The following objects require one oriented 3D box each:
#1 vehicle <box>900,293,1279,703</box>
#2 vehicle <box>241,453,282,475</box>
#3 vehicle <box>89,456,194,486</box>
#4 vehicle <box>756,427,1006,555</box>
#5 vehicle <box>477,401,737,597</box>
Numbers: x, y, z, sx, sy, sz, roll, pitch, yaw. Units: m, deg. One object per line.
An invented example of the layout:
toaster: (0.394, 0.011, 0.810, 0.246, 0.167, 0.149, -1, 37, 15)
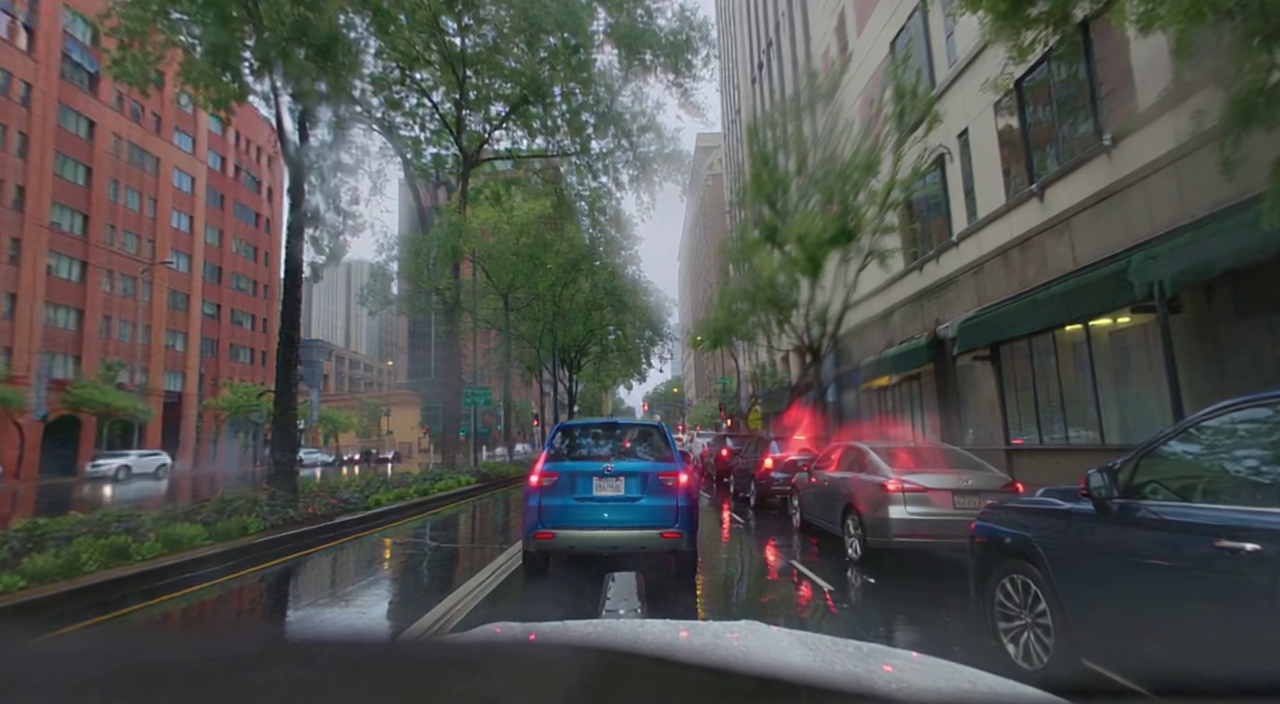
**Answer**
vehicle: (2.997, 0.751, 2.253, 2.063, 1.760, 4.664, 0, -9, -1)
vehicle: (-27.499, 8.111, 46.045, 1.960, 1.459, 4.699, 4, -9, -24)
vehicle: (-27.558, 6.562, 35.159, 1.967, 1.428, 4.832, 0, -9, -1)
vehicle: (3.280, 1.989, 9.820, 1.941, 1.482, 4.632, 0, -9, -2)
vehicle: (-0.337, 1.582, 7.614, 2.249, 1.684, 4.084, 0, -9, -1)
